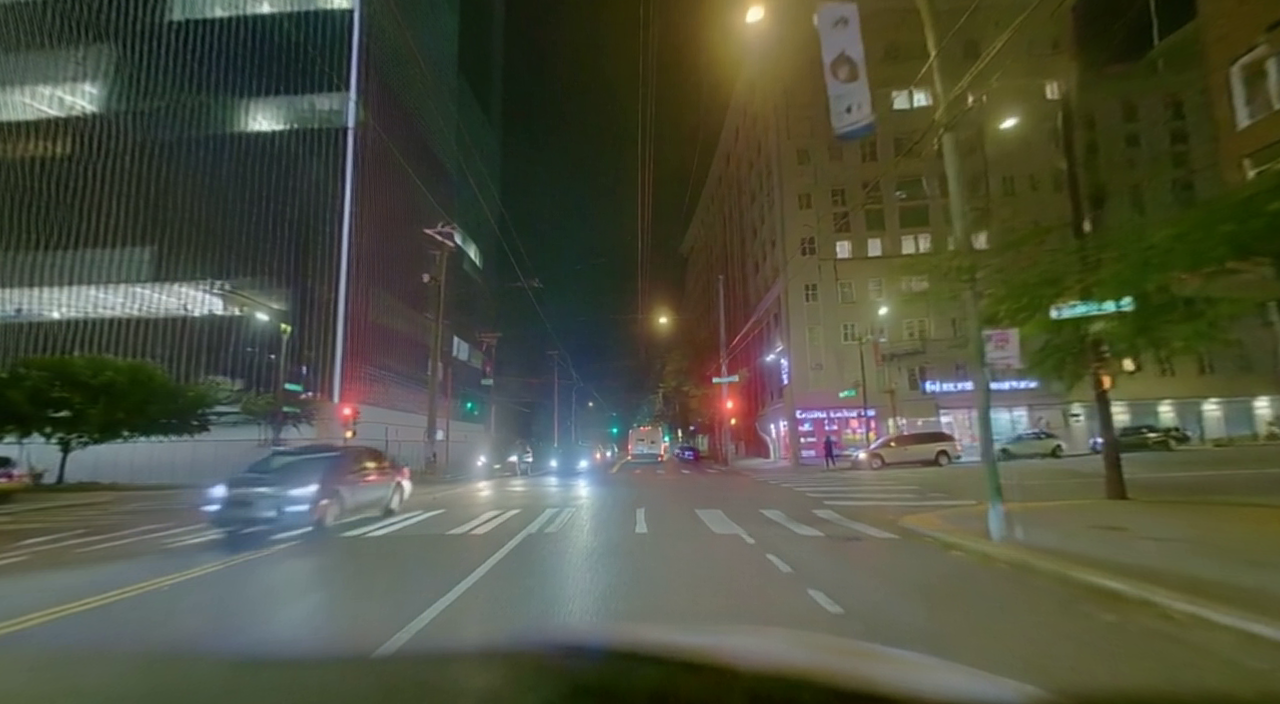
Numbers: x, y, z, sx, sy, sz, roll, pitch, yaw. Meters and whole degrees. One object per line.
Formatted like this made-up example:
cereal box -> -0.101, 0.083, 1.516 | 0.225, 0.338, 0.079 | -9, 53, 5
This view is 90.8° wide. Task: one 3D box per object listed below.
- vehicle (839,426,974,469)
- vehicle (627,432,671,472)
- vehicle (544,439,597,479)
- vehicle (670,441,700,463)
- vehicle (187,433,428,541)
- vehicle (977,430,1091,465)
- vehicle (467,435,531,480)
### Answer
vehicle -> 11.644, 4.225, 27.967 | 4.966, 1.826, 2.209 | -1, -8, 7
vehicle -> 0.396, 5.117, 32.541 | 2.127, 1.893, 4.194 | 0, -8, -1
vehicle -> -3.050, 4.772, 28.505 | 2.026, 1.616, 4.109 | -1, -8, -2
vehicle -> 3.450, 7.756, 49.023 | 1.934, 1.633, 4.271 | 0, -8, -1
vehicle -> -5.730, 2.347, 11.761 | 2.089, 1.578, 4.571 | 0, -8, -2
vehicle -> 19.039, 4.628, 30.643 | 4.161, 1.586, 1.992 | 0, -8, -1
vehicle -> -6.676, 5.025, 30.450 | 2.090, 1.975, 4.657 | 0, -8, -1
